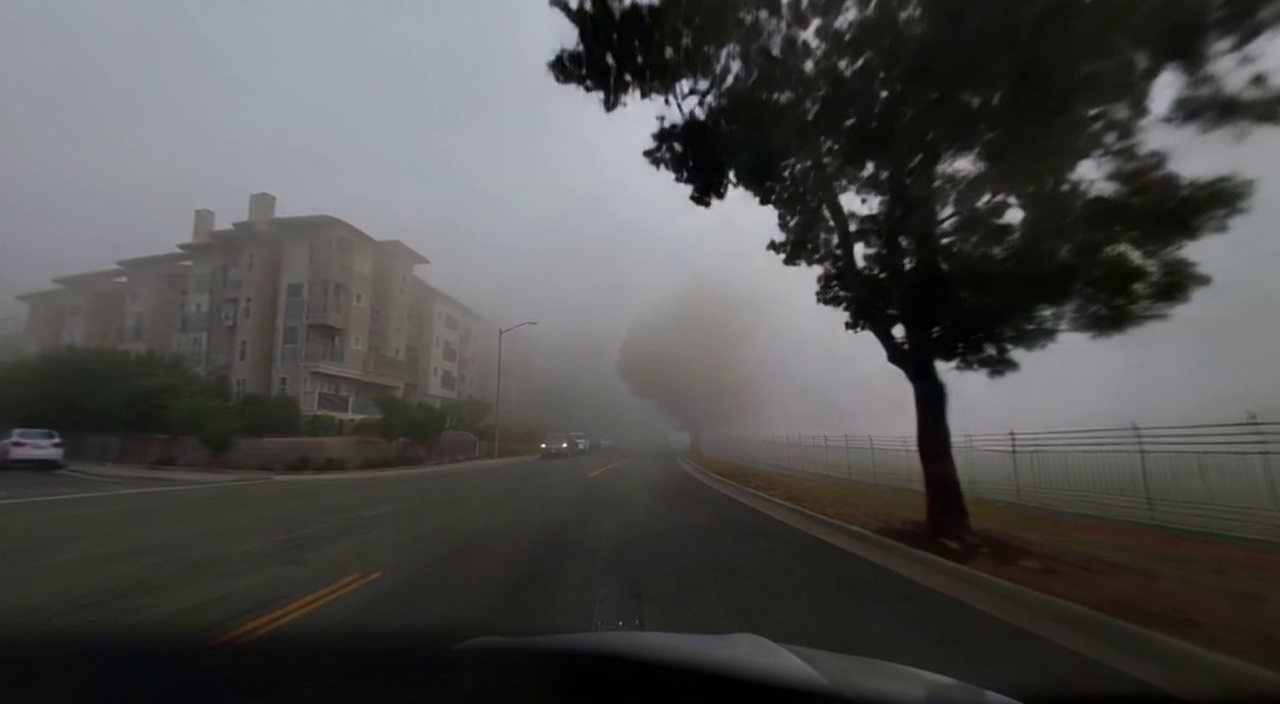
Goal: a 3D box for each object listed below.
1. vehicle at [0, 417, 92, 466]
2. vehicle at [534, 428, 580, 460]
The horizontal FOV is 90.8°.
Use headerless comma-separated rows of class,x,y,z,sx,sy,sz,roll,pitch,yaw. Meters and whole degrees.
vehicle,-24.893,3.642,25.687,5.078,1.794,2.210,-5,-10,30
vehicle,-5.707,6.434,44.094,2.192,1.965,4.917,2,-8,3
